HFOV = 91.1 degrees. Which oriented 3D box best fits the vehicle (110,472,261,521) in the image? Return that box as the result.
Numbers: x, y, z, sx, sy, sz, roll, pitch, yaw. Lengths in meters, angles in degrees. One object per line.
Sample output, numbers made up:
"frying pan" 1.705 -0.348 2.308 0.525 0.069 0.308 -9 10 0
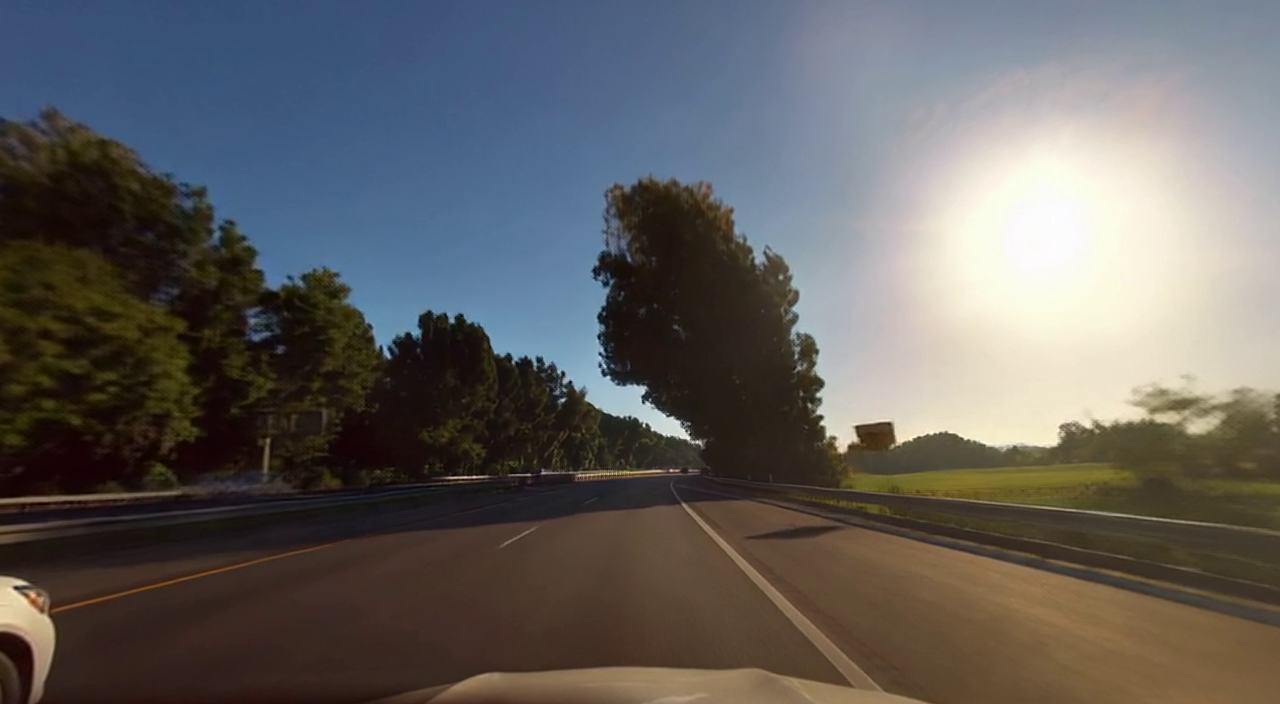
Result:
"vehicle" -16.119 5.122 22.671 1.950 1.526 4.557 1 -11 1
